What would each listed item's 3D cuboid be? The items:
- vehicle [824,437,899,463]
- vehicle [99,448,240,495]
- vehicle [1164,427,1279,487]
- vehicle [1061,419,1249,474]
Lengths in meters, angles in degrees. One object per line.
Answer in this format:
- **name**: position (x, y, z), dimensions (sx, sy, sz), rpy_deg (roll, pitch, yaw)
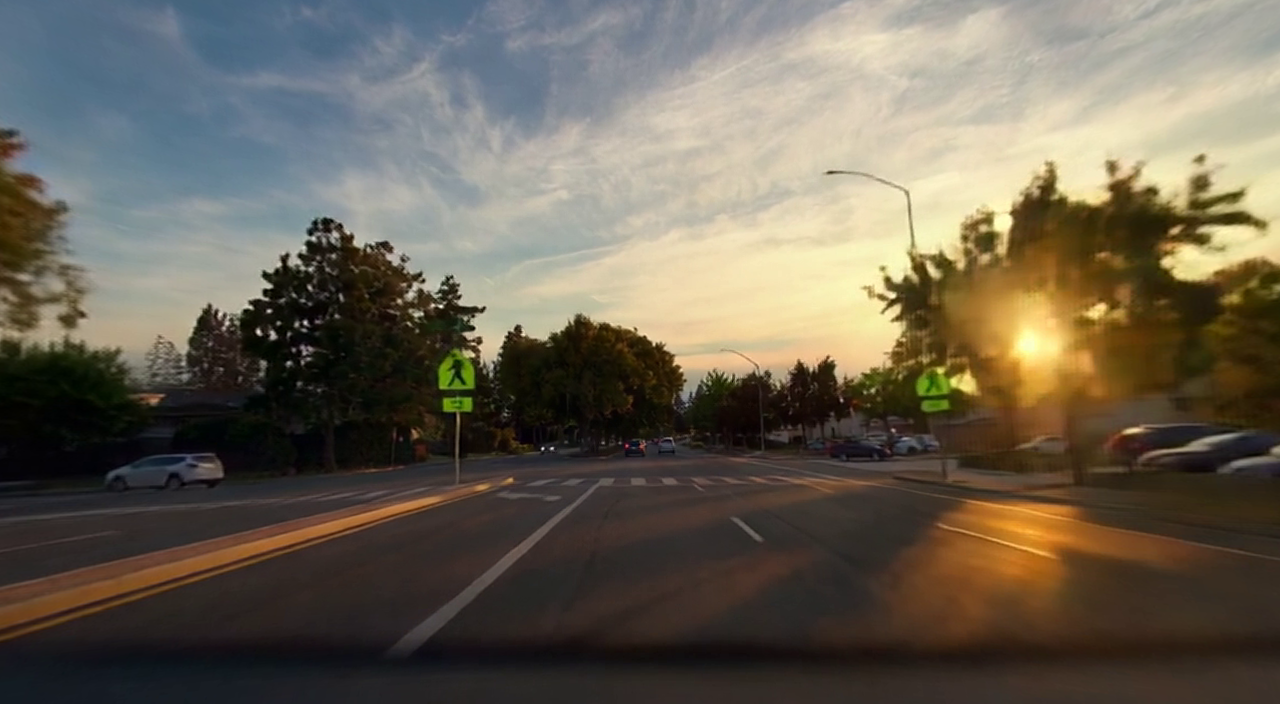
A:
- **vehicle**: position (15.342, 6.800, 43.864), dimensions (4.696, 1.651, 2.218), rpy_deg (-3, -9, 20)
- **vehicle**: position (-20.035, 5.072, 27.042), dimensions (4.534, 1.724, 1.952), rpy_deg (-3, -9, 2)
- **vehicle**: position (16.611, 2.645, 16.022), dimensions (4.762, 1.415, 1.980), rpy_deg (-1, -8, 3)
- **vehicle**: position (17.570, 3.233, 21.730), dimensions (4.803, 1.781, 1.977), rpy_deg (0, -8, -4)
